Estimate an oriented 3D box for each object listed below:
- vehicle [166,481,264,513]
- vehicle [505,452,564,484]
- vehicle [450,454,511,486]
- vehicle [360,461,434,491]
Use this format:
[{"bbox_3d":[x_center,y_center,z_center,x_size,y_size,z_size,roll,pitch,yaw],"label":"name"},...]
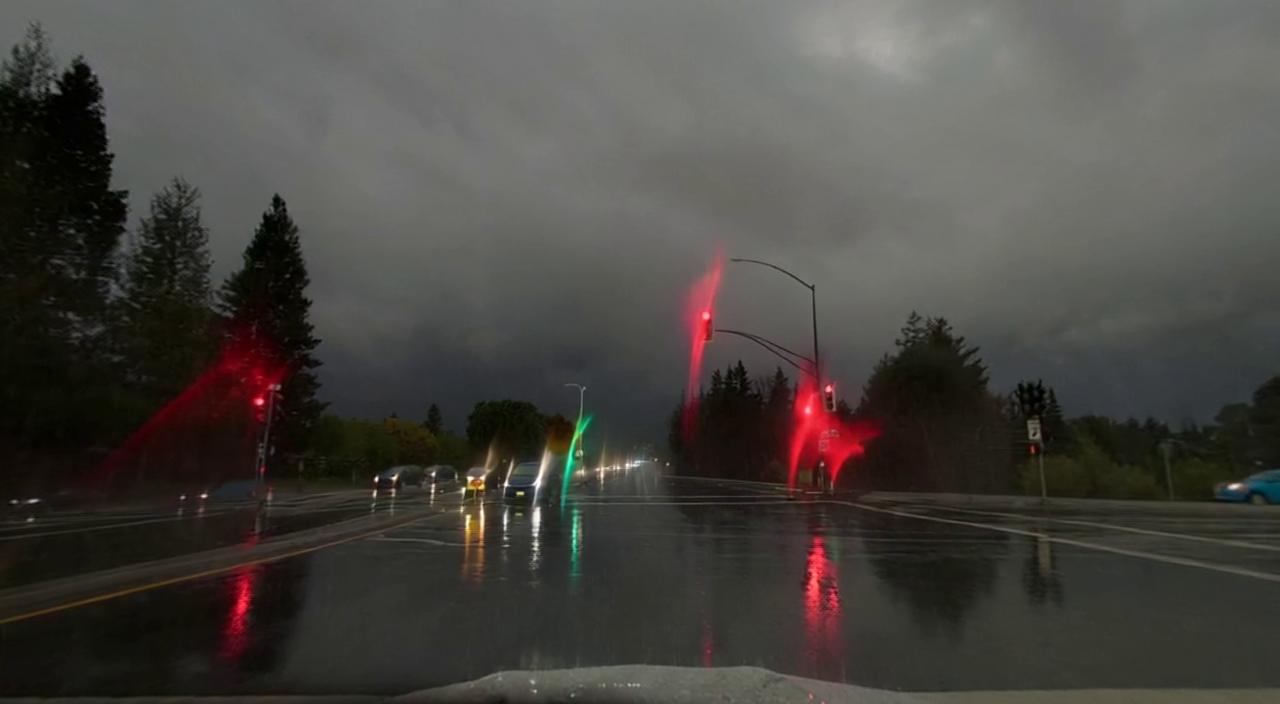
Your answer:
[{"bbox_3d":[-24.417,8.304,36.370,4.491,1.500,2.029,5,-10,-33],"label":"vehicle"},{"bbox_3d":[-5.225,5.804,31.815,2.107,1.456,4.728,0,-8,1],"label":"vehicle"},{"bbox_3d":[-8.039,5.974,32.095,1.960,1.433,4.213,0,-8,1],"label":"vehicle"},{"bbox_3d":[-16.581,8.451,43.377,2.050,1.755,5.135,-2,-9,15],"label":"vehicle"}]
